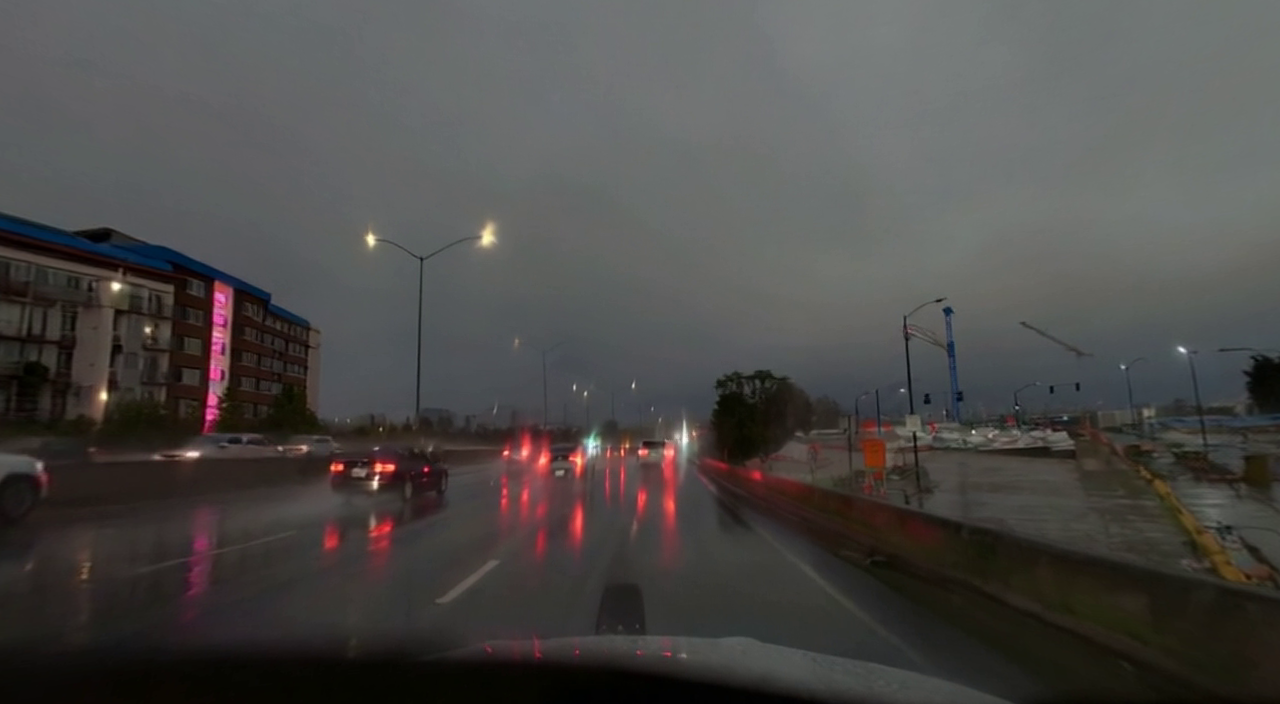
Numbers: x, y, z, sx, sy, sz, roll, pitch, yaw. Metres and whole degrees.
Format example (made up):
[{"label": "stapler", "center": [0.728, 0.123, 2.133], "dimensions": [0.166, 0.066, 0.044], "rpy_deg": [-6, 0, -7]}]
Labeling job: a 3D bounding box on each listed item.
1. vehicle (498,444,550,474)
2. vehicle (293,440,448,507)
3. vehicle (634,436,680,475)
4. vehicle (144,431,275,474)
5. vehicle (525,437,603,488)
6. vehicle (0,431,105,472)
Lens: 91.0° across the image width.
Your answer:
[{"label": "vehicle", "center": [-6.265, 5.801, 34.514], "dimensions": [1.931, 1.505, 4.386], "rpy_deg": [0, -9, 2]}, {"label": "vehicle", "center": [-6.776, 3.088, 16.490], "dimensions": [1.959, 1.486, 4.460], "rpy_deg": [0, -9, 2]}, {"label": "vehicle", "center": [0.848, 5.096, 31.236], "dimensions": [2.116, 1.763, 4.352], "rpy_deg": [0, -9, 1]}, {"label": "vehicle", "center": [-18.823, 4.432, 27.896], "dimensions": [2.084, 1.702, 5.035], "rpy_deg": [0, -9, 3]}, {"label": "vehicle", "center": [-2.664, 4.019, 23.192], "dimensions": [2.109, 1.657, 4.554], "rpy_deg": [0, -9, 3]}, {"label": "vehicle", "center": [-26.291, 4.321, 27.448], "dimensions": [1.849, 1.608, 4.463], "rpy_deg": [0, -9, 2]}]
